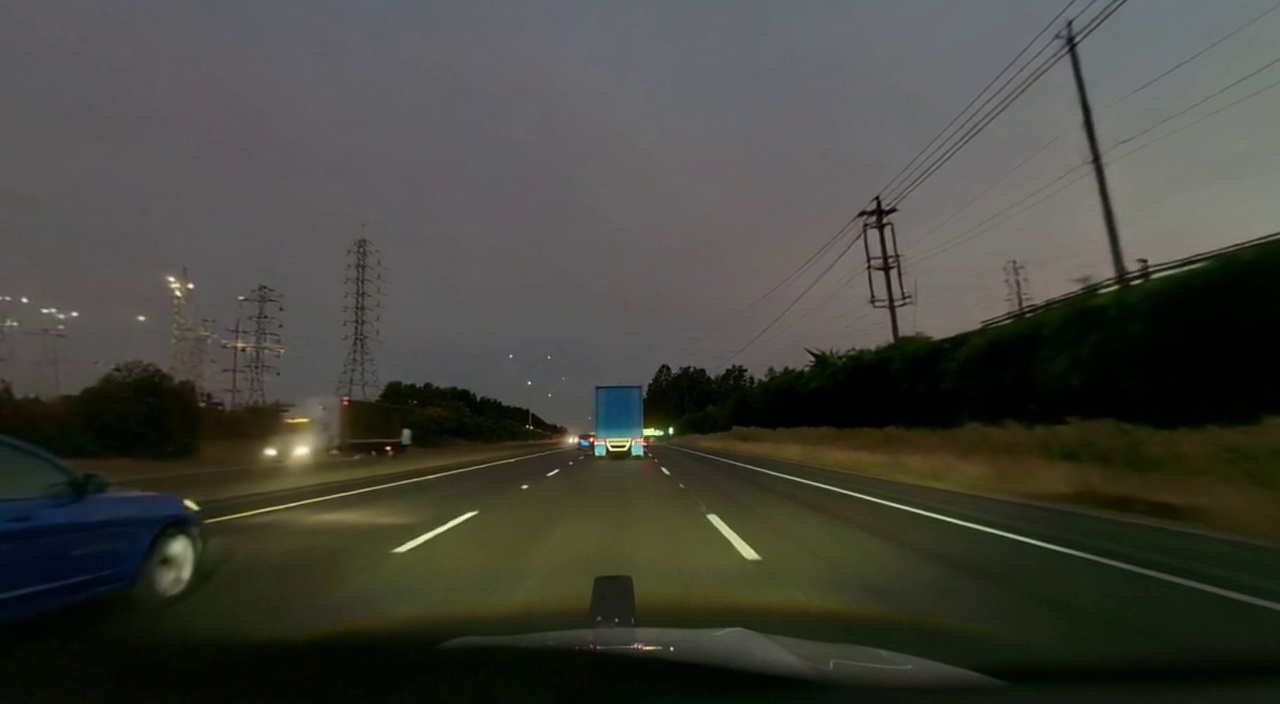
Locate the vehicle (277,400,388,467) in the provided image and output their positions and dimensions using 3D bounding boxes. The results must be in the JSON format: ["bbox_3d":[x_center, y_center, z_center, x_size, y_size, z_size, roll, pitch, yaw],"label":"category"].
[{"bbox_3d":[-18.213,4.951,38.062,2.790,3.616,7.737,0,-8,0],"label":"vehicle"}]

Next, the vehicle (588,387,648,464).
[{"bbox_3d":[-1.204,4.319,36.573,2.955,3.851,9.915,0,-8,-1],"label":"vehicle"}]

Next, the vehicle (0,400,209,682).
[{"bbox_3d":[-4.476,0.970,2.942,1.941,1.532,4.277,0,-8,-1],"label":"vehicle"}]
